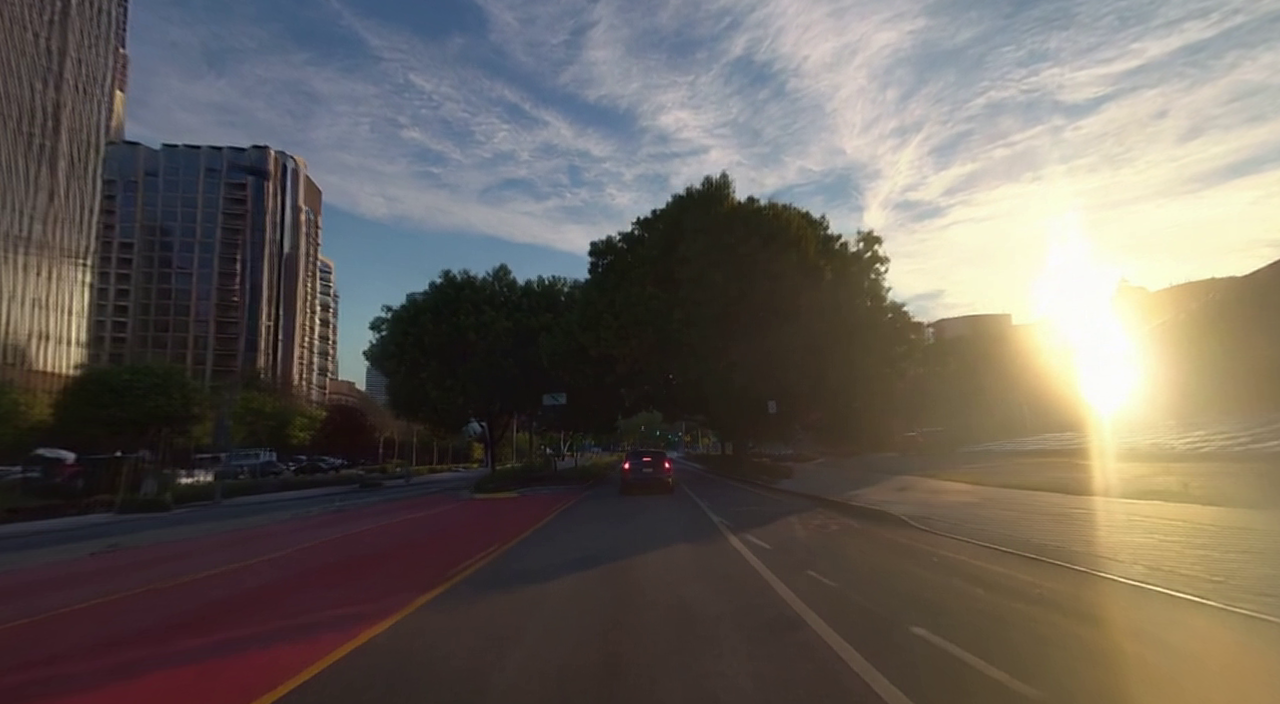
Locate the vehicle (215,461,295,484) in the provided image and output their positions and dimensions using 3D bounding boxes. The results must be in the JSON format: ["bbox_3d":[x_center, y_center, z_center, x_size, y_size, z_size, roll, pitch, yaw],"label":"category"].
[{"bbox_3d":[-30.030,9.385,49.198,4.962,1.561,1.997,7,-11,-39],"label":"vehicle"}]

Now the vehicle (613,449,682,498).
[{"bbox_3d":[0.219,3.968,21.014,2.063,1.442,4.135,0,-9,0],"label":"vehicle"}]

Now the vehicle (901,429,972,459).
[{"bbox_3d":[15.636,4.927,33.447,1.979,1.460,3.848,-1,-10,2],"label":"vehicle"}]
